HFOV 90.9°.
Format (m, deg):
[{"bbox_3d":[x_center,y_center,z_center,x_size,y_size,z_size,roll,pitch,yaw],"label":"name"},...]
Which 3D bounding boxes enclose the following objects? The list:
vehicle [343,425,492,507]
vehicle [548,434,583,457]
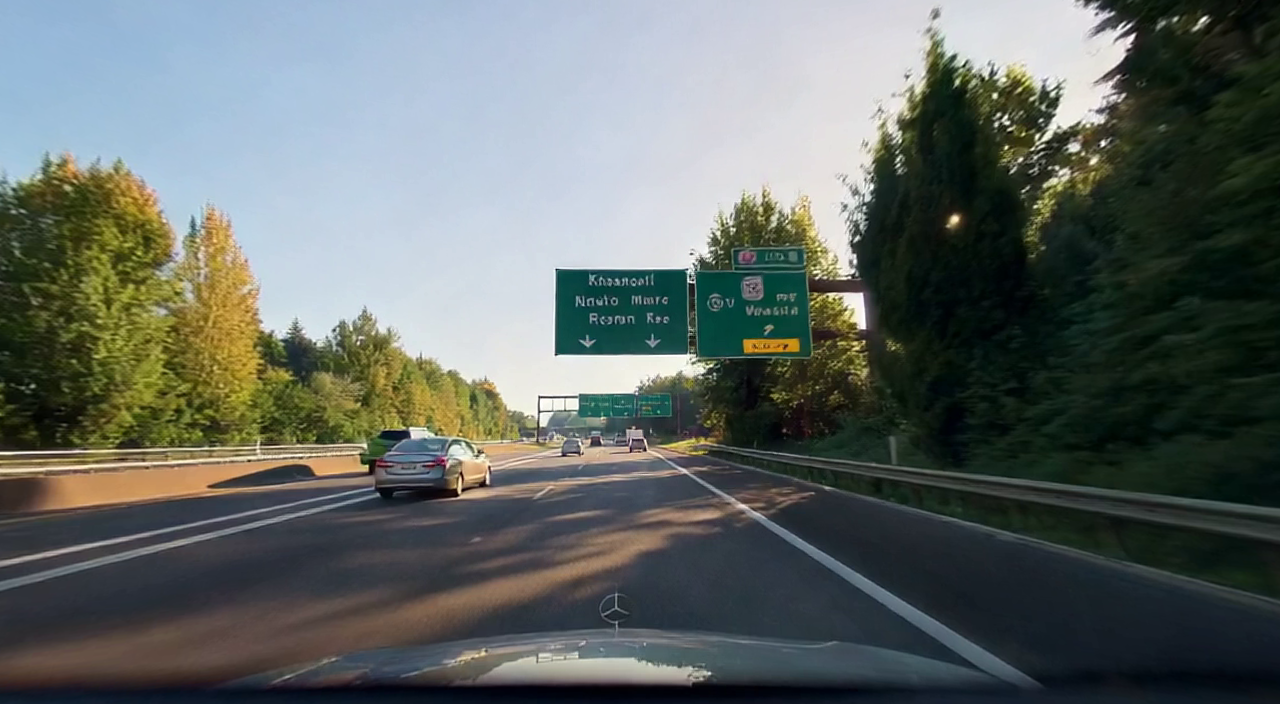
[{"bbox_3d":[-4.625,2.396,13.748,1.959,1.514,3.668,0,-8,-1],"label":"vehicle"},{"bbox_3d":[-5.078,6.446,43.537,1.972,1.537,4.173,0,-8,-1],"label":"vehicle"}]
